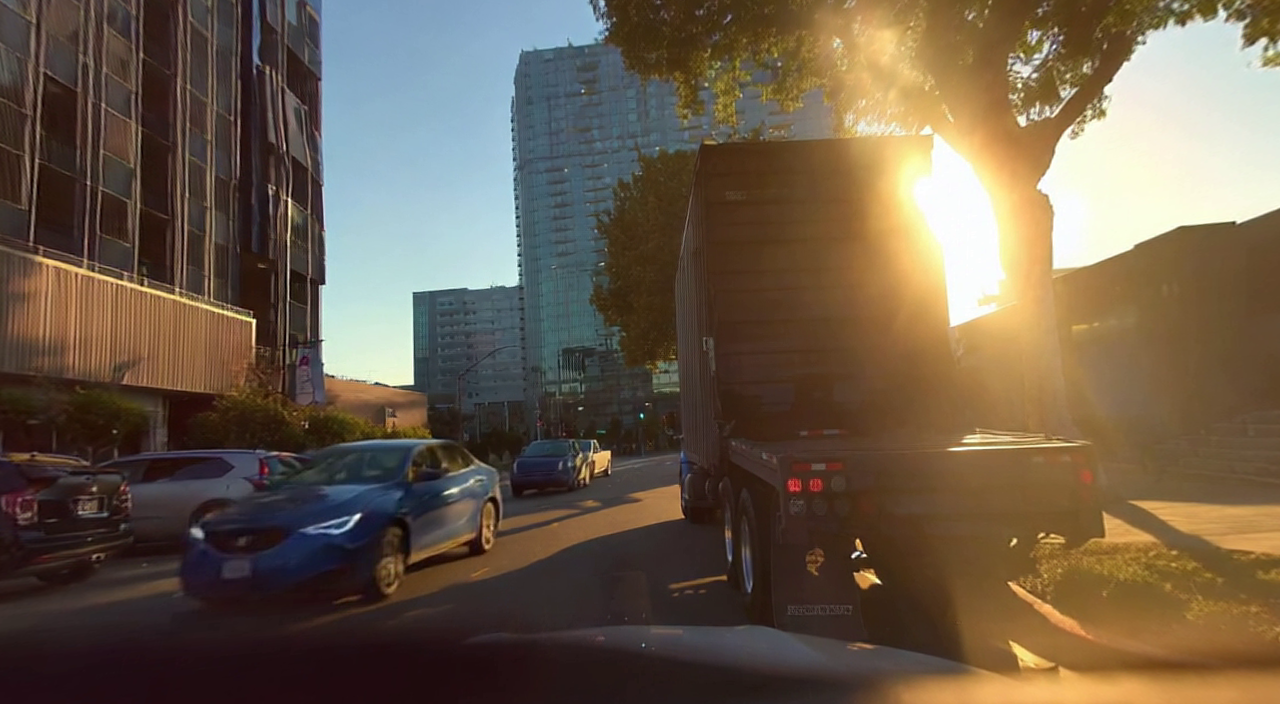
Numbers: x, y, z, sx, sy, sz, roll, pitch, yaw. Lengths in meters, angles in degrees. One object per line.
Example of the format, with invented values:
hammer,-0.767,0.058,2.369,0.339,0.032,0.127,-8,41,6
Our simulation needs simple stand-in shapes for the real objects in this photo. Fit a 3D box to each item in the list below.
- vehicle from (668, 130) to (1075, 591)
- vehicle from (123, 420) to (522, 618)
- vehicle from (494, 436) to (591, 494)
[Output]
vehicle,2.520,0.819,11.317,3.320,4.034,11.553,-1,-8,6
vehicle,-2.995,1.655,7.294,2.183,1.563,4.257,-1,-8,4
vehicle,-2.942,3.532,20.120,2.311,1.631,4.510,0,-8,1
